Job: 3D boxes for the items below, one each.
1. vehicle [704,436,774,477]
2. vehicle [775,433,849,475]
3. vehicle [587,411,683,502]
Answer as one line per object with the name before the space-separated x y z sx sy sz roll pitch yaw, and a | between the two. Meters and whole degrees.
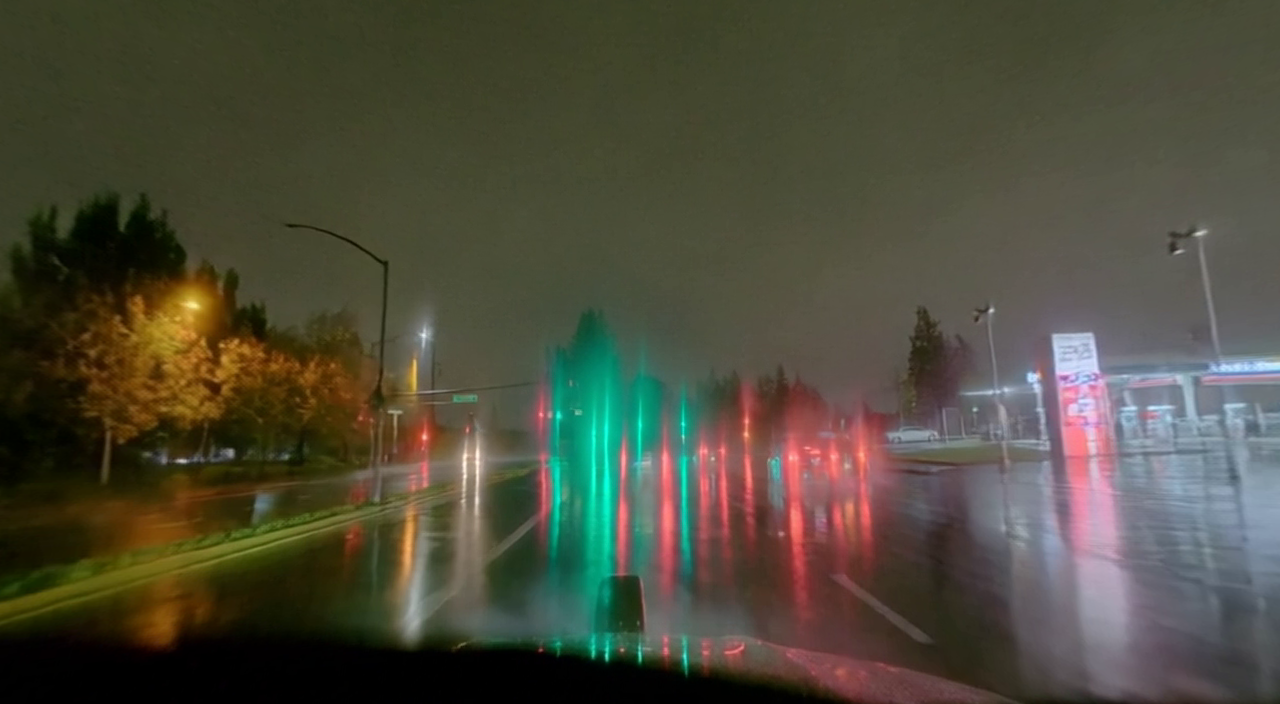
vehicle | 3.794 4.095 25.015 1.940 1.474 4.234 0 -8 -2
vehicle | 7.021 4.195 26.224 1.793 1.585 4.130 0 -8 -1
vehicle | -0.139 2.588 15.967 2.038 1.917 4.900 0 -8 -1
